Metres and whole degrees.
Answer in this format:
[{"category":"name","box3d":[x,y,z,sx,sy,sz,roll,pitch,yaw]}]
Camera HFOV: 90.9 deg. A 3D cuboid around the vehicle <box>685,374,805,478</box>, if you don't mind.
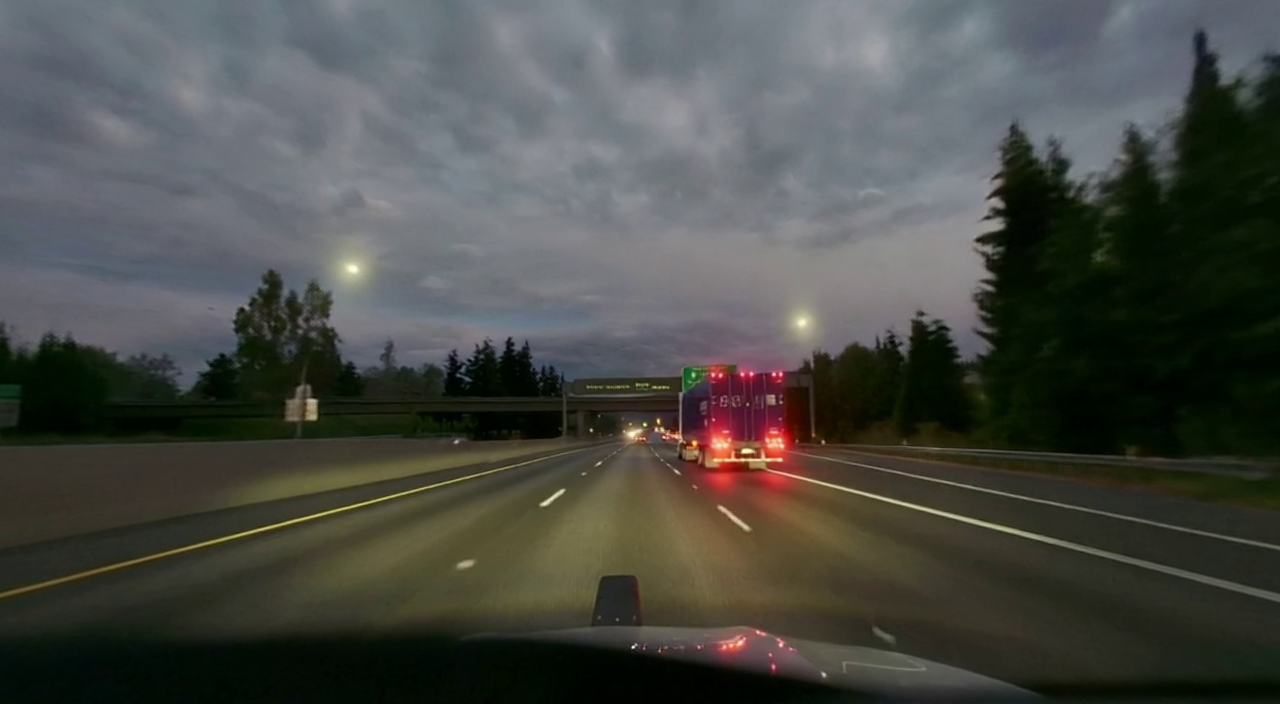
[{"category":"vehicle","box3d":[3.839,3.169,26.157,2.849,3.391,11.018,0,-8,-1]}]
